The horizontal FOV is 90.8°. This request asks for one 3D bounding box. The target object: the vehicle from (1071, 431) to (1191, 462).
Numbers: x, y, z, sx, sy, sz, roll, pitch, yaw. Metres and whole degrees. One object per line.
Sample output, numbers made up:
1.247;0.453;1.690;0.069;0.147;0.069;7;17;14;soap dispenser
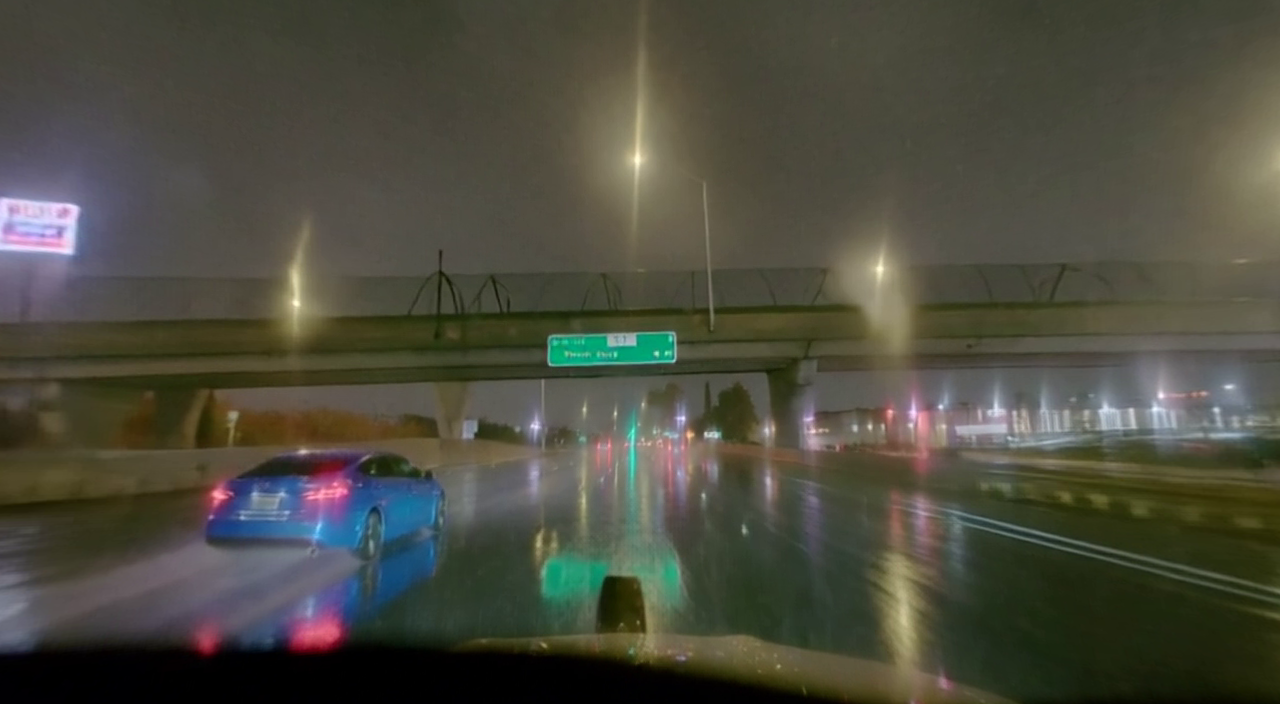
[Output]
24.894;4.795;32.165;4.513;1.469;1.871;0;-8;0;vehicle
